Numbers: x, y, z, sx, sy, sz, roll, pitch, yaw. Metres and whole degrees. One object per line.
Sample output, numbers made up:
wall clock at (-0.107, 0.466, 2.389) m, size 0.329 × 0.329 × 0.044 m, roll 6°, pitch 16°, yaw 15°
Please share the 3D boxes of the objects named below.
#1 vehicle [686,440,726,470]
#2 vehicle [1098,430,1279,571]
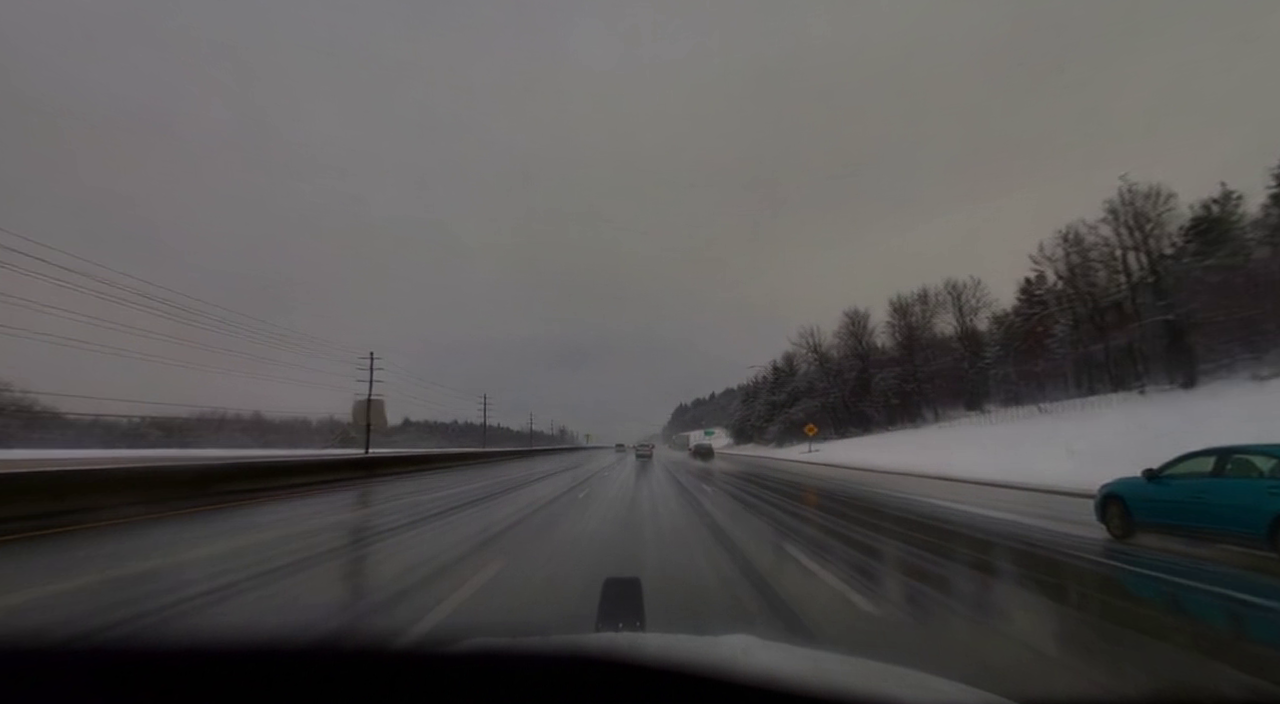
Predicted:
vehicle at (4.076, 6.463, 39.765) m, size 2.159 × 1.782 × 4.673 m, roll 0°, pitch -8°, yaw 2°
vehicle at (8.097, 1.706, 7.300) m, size 1.970 × 1.545 × 4.818 m, roll 0°, pitch -8°, yaw 0°
